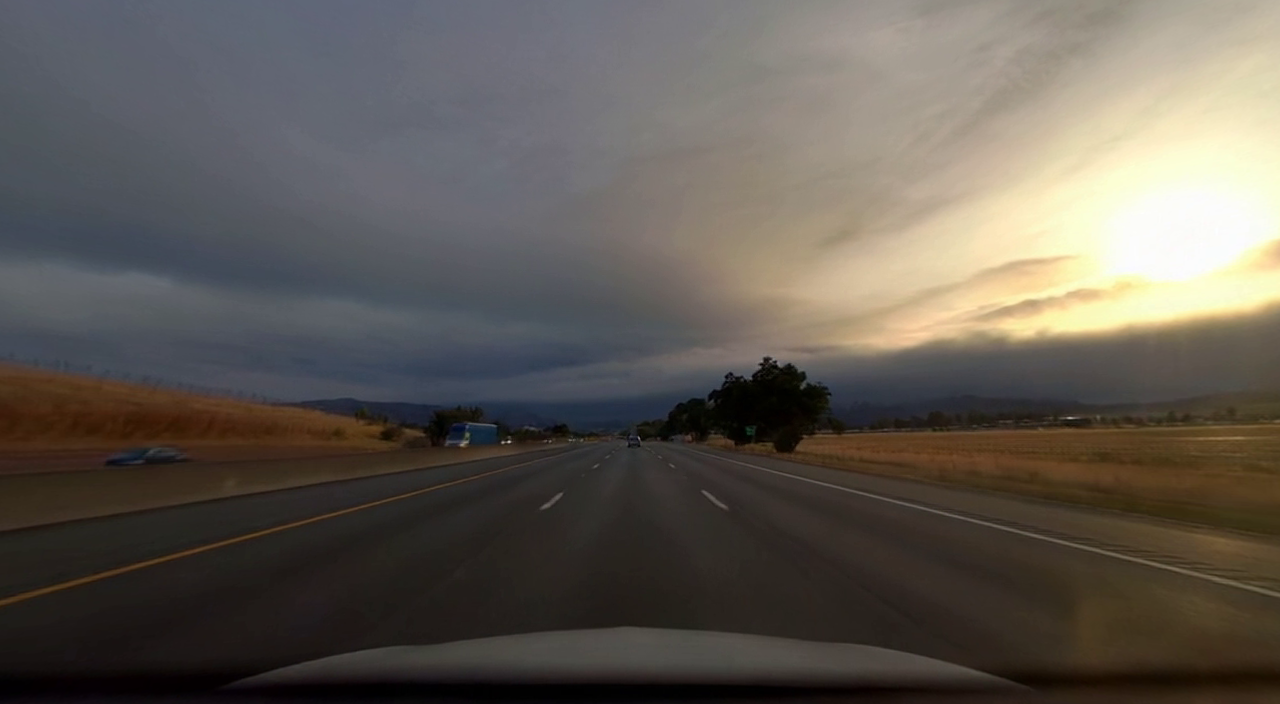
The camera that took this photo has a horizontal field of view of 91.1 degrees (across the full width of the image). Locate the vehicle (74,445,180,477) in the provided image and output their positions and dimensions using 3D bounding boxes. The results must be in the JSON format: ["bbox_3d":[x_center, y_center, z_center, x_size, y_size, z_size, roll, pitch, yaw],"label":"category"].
[{"bbox_3d":[-26.939,5.696,33.257,1.869,1.506,4.460,0,-8,-1],"label":"vehicle"}]
